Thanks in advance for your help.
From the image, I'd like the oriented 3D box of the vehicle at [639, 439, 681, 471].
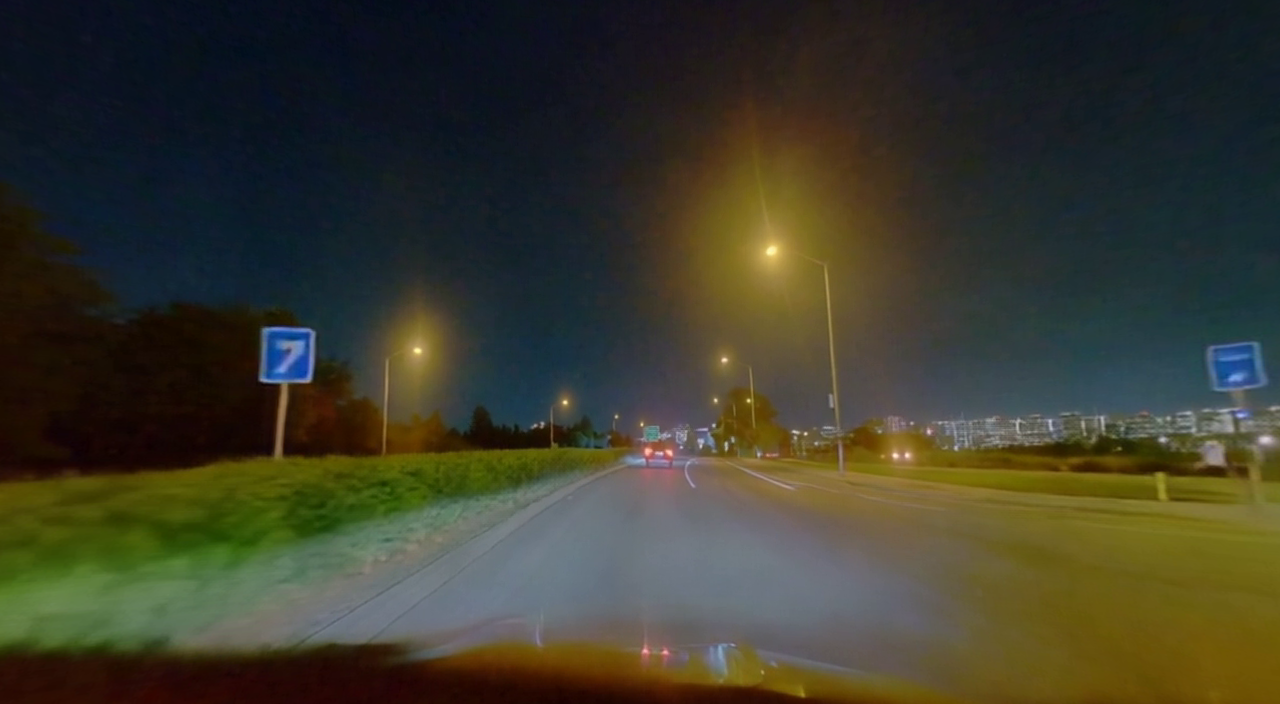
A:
[{"bbox_3d":[1.093,5.567,34.298,2.158,1.600,3.865,-1,-9,2],"label":"vehicle"}]
